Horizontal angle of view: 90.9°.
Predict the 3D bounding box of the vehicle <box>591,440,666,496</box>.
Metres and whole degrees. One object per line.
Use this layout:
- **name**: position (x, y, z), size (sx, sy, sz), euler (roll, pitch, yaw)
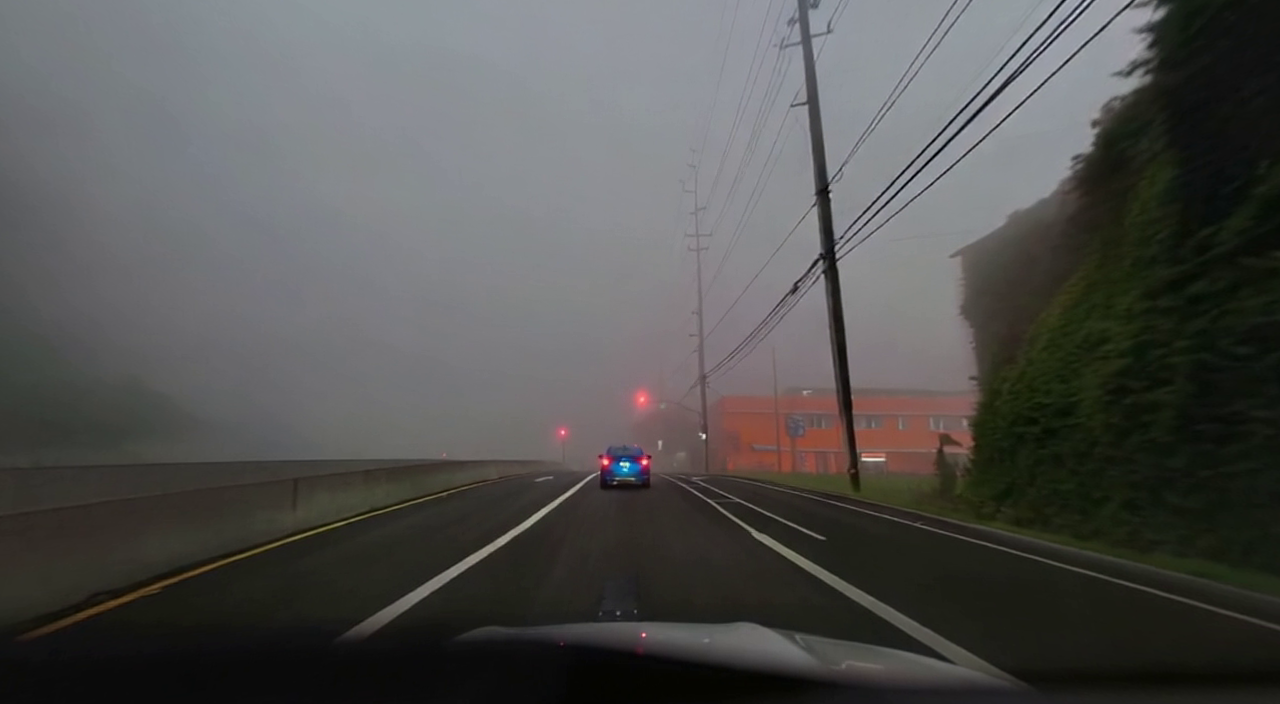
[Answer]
- **vehicle**: position (-0.392, 3.563, 19.843), size (2.123, 1.566, 3.662), euler (0, -8, -2)
